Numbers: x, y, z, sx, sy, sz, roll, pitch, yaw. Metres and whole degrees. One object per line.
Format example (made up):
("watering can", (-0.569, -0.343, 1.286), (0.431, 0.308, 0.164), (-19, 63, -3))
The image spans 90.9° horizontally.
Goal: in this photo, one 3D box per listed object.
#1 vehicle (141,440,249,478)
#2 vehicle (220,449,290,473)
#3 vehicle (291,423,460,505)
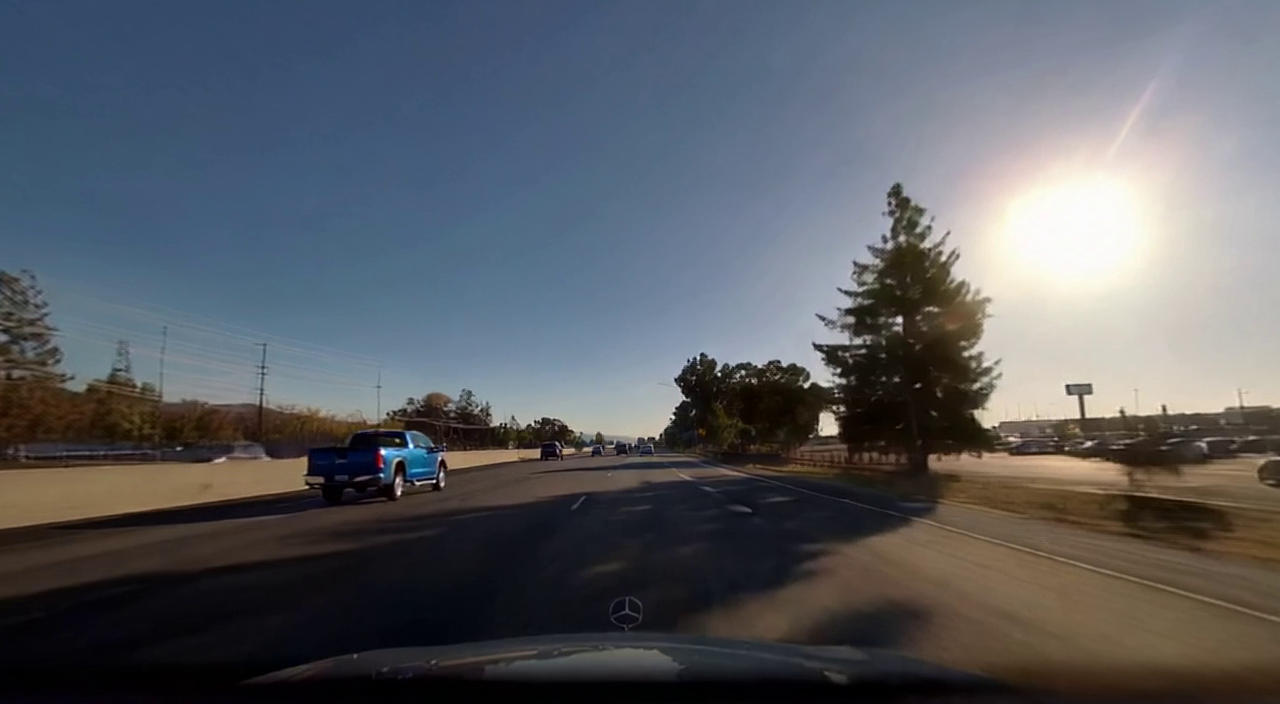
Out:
("vehicle", (-29.234, 7.023, 41.809), (2.756, 2.175, 6.080), (-3, -8, 0))
("vehicle", (-29.242, 8.284, 48.099), (2.119, 1.617, 5.154), (-1, -8, 0))
("vehicle", (-7.077, 3.063, 17.852), (2.156, 1.911, 5.956), (0, -8, 1))
